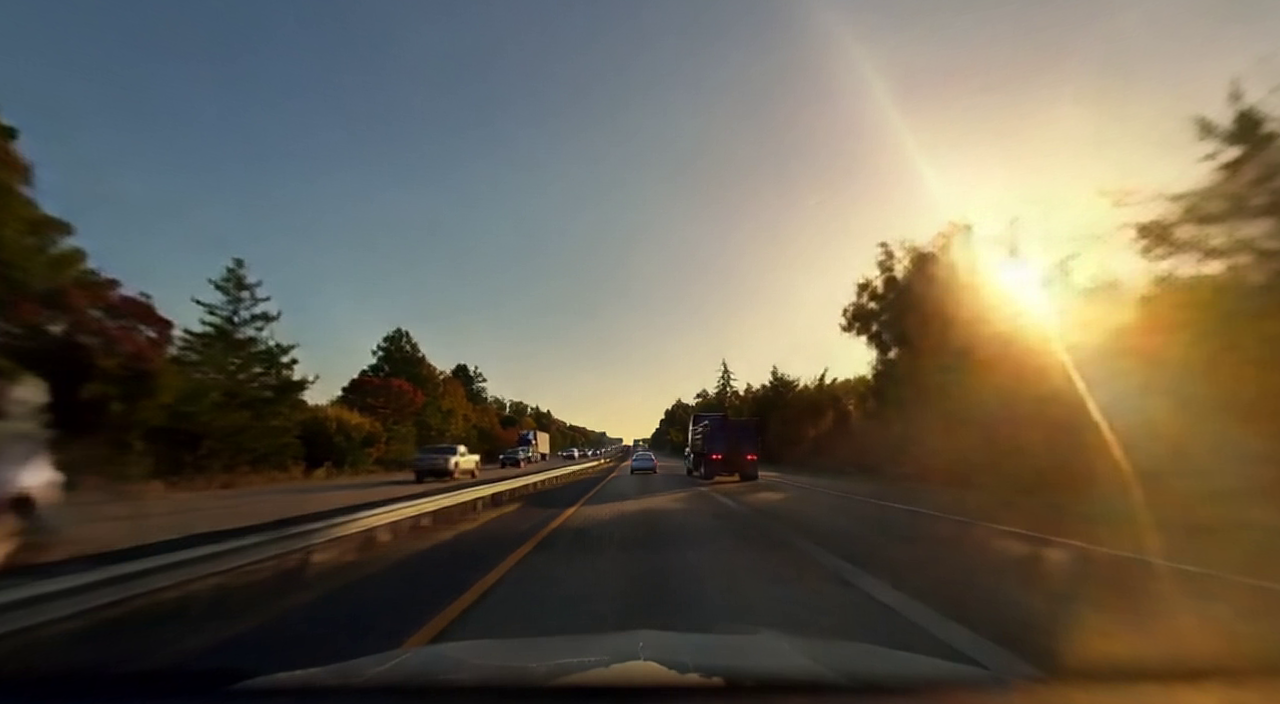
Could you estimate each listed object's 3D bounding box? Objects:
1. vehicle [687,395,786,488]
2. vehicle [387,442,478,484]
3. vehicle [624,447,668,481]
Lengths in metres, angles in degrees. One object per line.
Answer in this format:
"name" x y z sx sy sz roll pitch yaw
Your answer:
"vehicle" 4.331 4.532 31.407 2.885 3.679 12.102 0 -9 0
"vehicle" -8.017 4.340 24.857 2.039 1.492 4.464 0 -9 0
"vehicle" 0.277 5.328 30.215 1.939 1.495 3.612 0 -9 0
